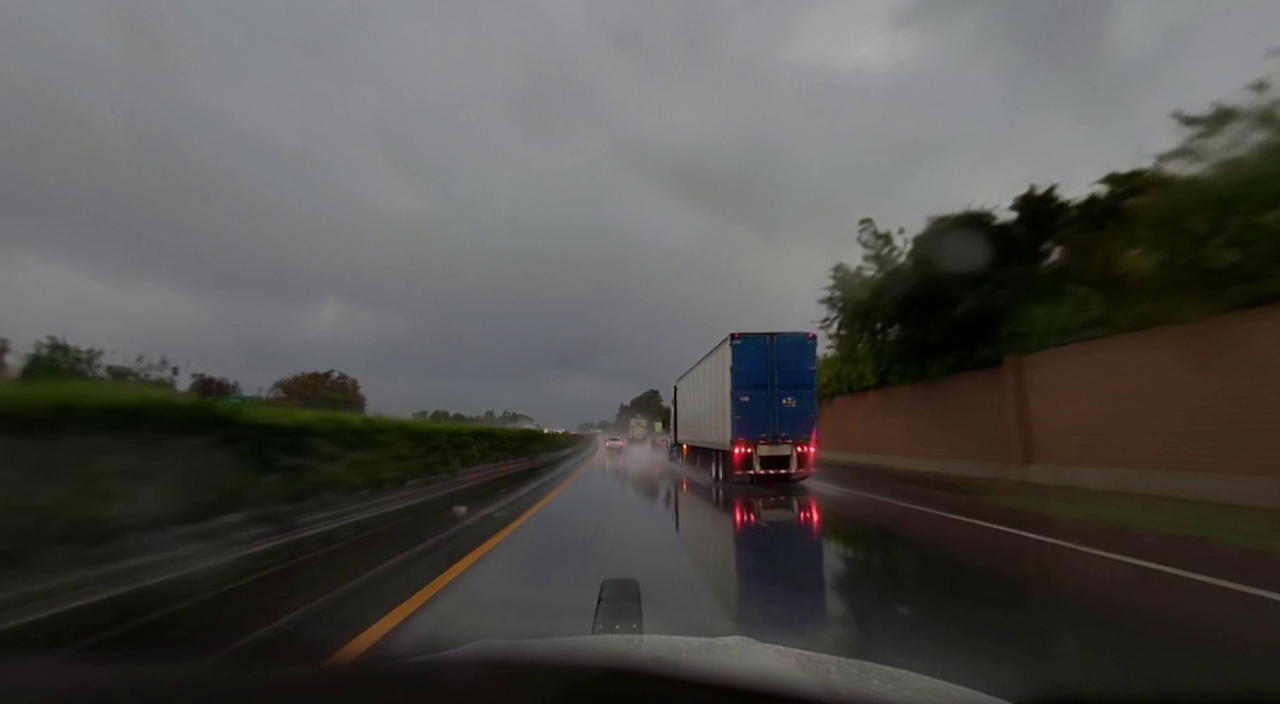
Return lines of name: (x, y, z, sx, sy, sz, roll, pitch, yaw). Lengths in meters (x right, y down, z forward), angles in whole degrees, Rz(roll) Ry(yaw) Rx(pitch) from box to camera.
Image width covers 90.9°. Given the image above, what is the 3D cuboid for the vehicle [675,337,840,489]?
vehicle: (3.506, 2.502, 23.920, 2.965, 4.033, 14.299, 0, -7, -2)
